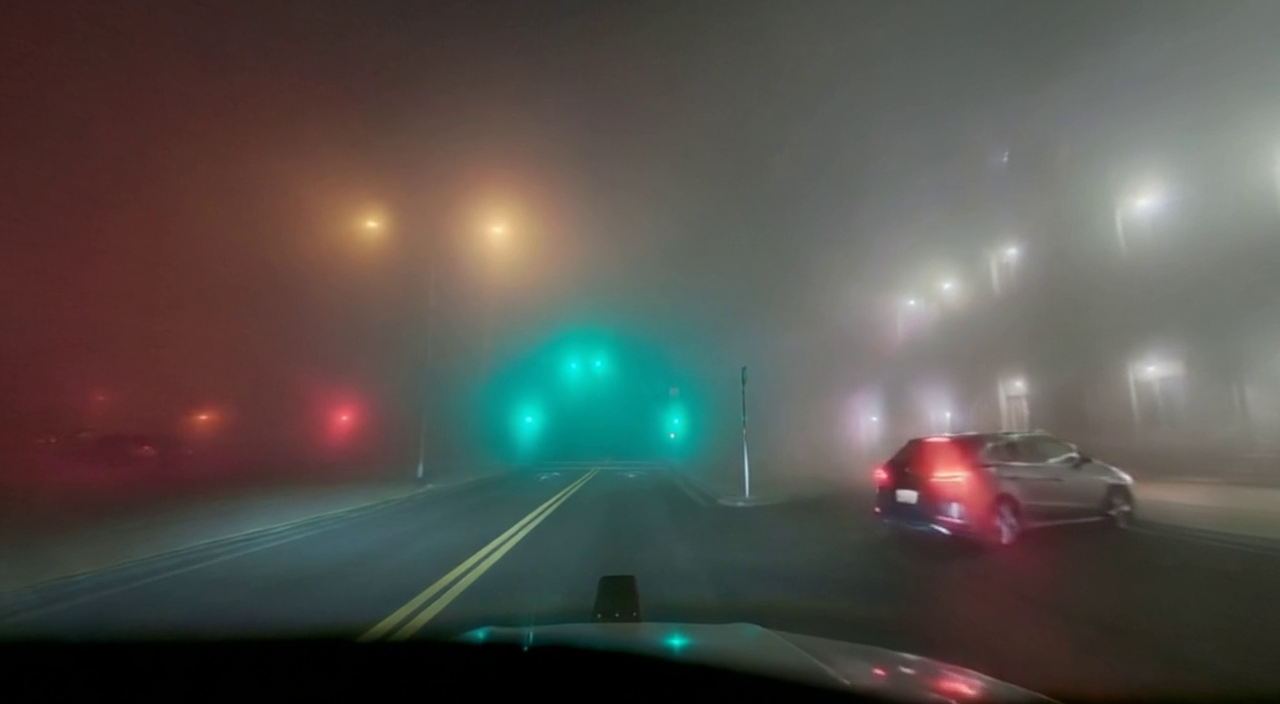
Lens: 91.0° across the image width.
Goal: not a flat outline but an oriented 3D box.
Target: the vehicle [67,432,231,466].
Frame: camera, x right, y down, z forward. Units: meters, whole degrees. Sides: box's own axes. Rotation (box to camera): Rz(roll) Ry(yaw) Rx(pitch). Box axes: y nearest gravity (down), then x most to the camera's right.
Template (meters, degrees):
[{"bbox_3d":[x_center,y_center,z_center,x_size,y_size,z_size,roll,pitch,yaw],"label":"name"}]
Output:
[{"bbox_3d":[-19.409,3.869,25.263,2.660,1.211,4.739,-1,-8,2],"label":"vehicle"}]

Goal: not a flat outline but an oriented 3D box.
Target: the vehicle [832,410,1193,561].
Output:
[{"bbox_3d":[4.782,1.597,8.158,4.033,1.514,1.974,3,-9,-25],"label":"vehicle"}]
